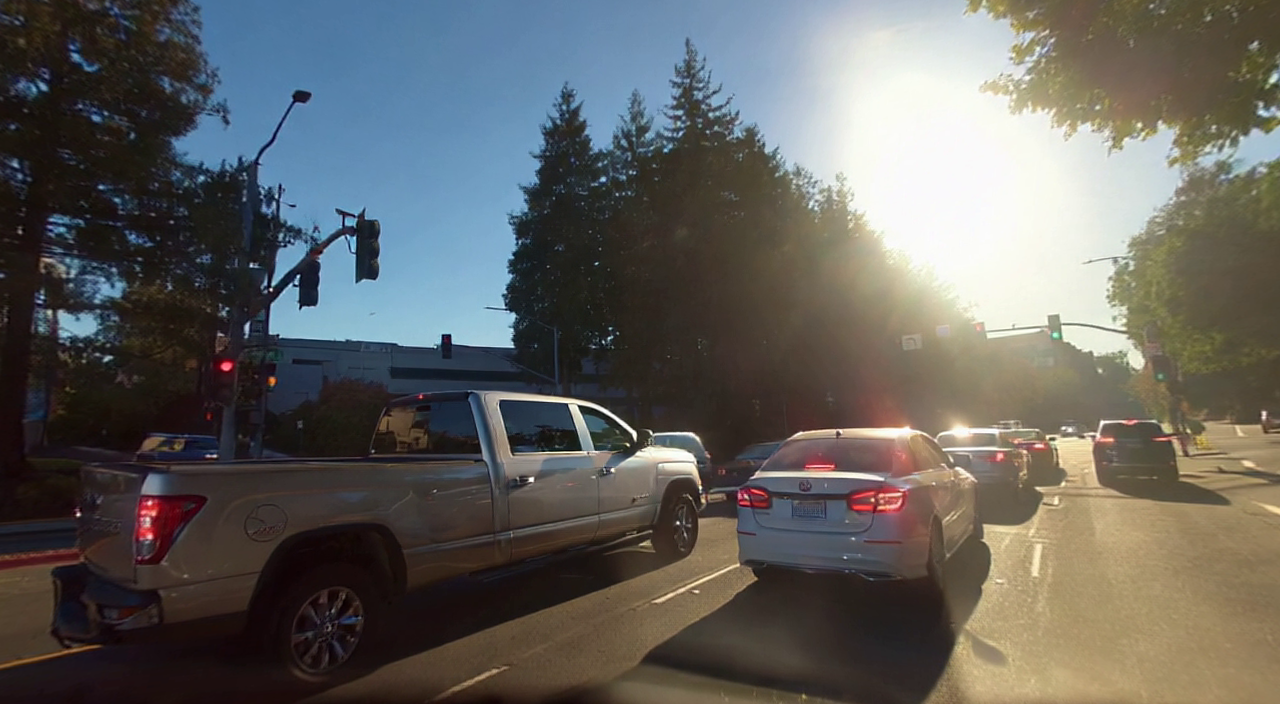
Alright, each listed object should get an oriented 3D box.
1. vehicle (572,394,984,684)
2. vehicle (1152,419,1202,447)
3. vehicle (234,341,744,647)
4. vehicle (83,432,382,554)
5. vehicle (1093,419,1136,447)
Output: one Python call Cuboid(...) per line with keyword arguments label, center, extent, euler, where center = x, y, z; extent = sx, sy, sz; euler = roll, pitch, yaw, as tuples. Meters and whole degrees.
Cuboid(label="vehicle", center=(1.723, 1.377, 5.994), extent=(2.027, 1.549, 4.801), euler=(-6, -10, 35))
Cuboid(label="vehicle", center=(35.785, 5.474, 42.185), extent=(2.183, 1.714, 4.491), euler=(-7, -11, 37))
Cuboid(label="vehicle", center=(-0.876, 1.398, 7.463), extent=(2.272, 2.016, 6.146), euler=(-5, -10, 27))
Cuboid(label="vehicle", center=(-8.321, 2.799, 13.451), extent=(2.174, 2.057, 4.738), euler=(-6, -10, 33))
Cuboid(label="vehicle", center=(32.816, 5.671, 43.717), extent=(2.160, 1.790, 4.303), euler=(-6, -10, 35))
